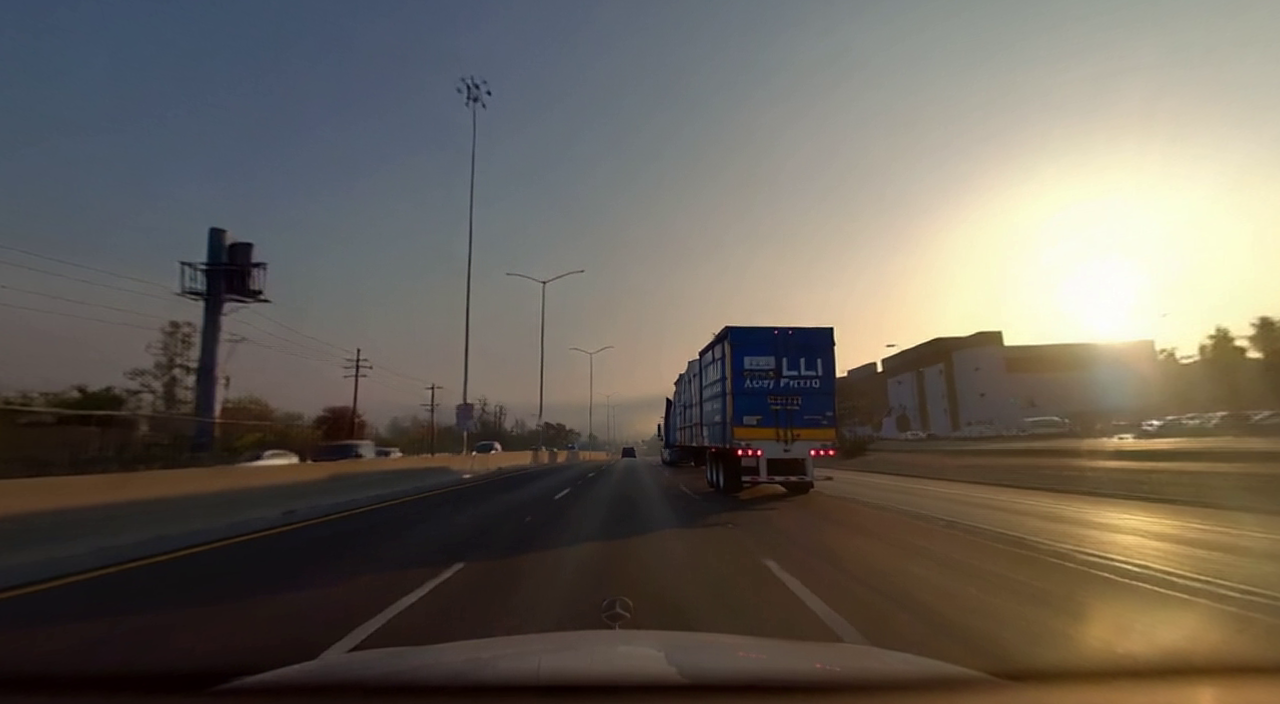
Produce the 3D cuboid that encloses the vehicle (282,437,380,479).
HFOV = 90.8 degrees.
[{"bbox_3d":[-11.206,3.864,23.196,1.806,1.408,3.416,0,-9,1],"label":"vehicle"}]

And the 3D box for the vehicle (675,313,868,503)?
[{"bbox_3d":[3.491,2.534,23.146,2.891,4.387,17.121,0,-9,-2],"label":"vehicle"}]

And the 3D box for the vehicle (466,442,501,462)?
[{"bbox_3d":[-11.441,7.336,46.445,1.679,1.408,3.364,0,-9,0],"label":"vehicle"}]

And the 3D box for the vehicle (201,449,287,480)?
[{"bbox_3d":[-18.813,5.352,30.194,1.764,1.350,3.516,0,-9,0],"label":"vehicle"}]
